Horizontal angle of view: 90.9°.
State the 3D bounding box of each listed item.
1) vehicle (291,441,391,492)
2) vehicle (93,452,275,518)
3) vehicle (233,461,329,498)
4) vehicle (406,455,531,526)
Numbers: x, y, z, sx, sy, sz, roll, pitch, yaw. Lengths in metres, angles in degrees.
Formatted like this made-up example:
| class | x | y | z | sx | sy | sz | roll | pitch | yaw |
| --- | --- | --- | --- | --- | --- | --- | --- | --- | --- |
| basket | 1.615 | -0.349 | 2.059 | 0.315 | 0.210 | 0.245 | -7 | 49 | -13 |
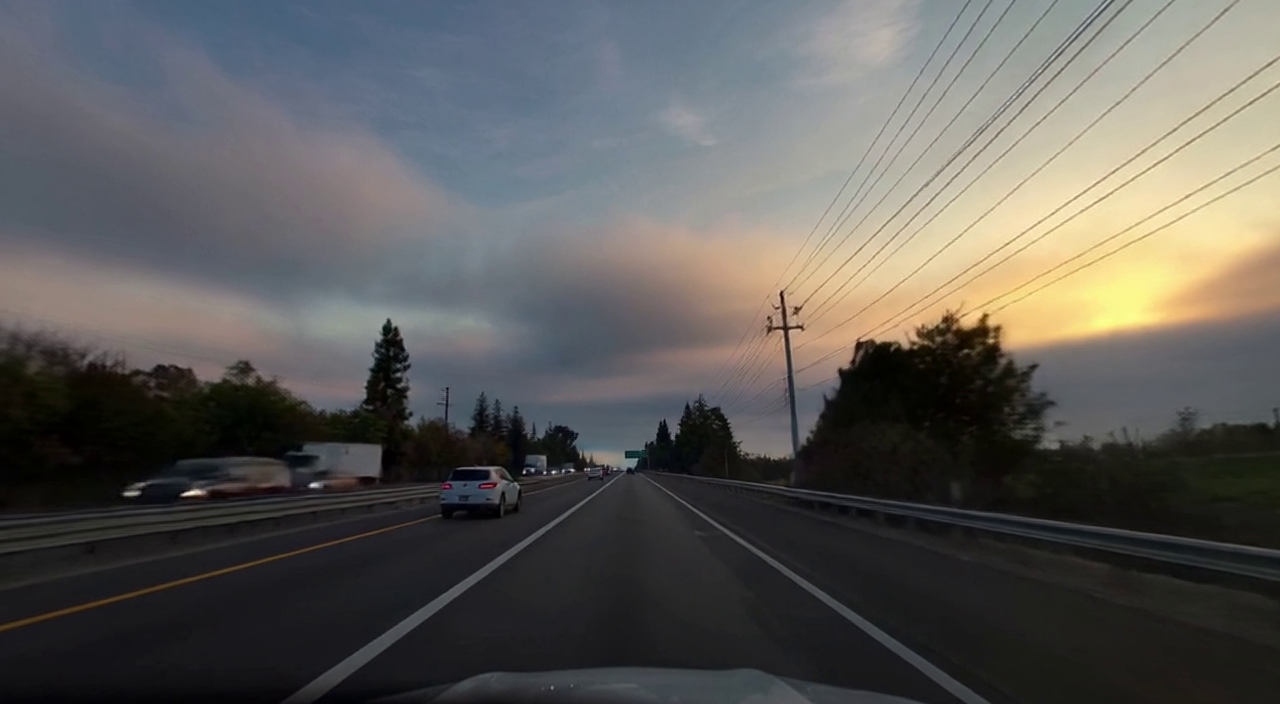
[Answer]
| class | x | y | z | sx | sy | sz | roll | pitch | yaw |
| --- | --- | --- | --- | --- | --- | --- | --- | --- | --- |
| vehicle | -16.477 | 6.411 | 35.218 | 2.578 | 2.546 | 5.944 | 1 | -11 | 0 |
| vehicle | -12.779 | 3.766 | 18.108 | 1.949 | 1.624 | 4.291 | 1 | -11 | 0 |
| vehicle | -16.266 | 5.803 | 28.825 | 1.955 | 1.492 | 4.131 | 1 | -11 | -1 |
| vehicle | -4.123 | 3.430 | 15.965 | 1.963 | 1.501 | 4.227 | 1 | -11 | 0 |
